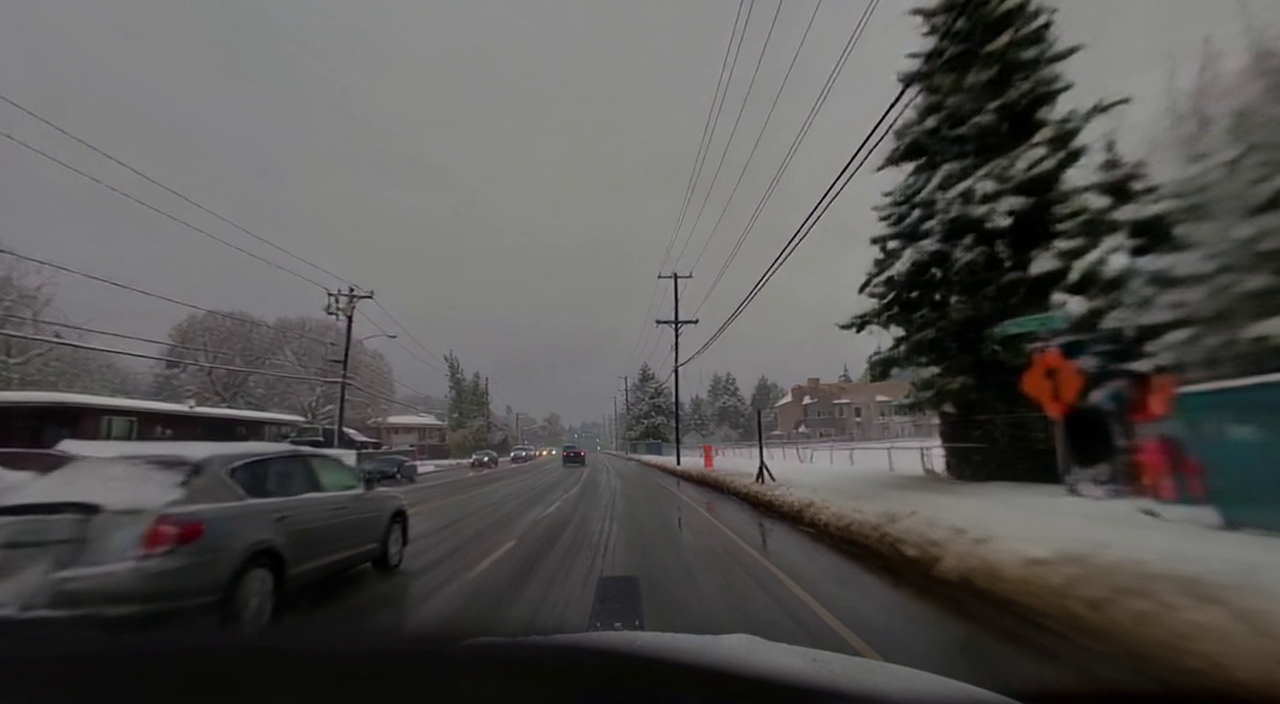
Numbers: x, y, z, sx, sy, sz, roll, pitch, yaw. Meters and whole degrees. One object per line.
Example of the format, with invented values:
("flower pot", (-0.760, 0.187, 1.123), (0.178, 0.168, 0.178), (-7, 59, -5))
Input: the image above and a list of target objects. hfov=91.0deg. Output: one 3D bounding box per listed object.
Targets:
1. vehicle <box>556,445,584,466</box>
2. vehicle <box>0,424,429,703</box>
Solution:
("vehicle", (-5.405, 8.055, 49.102), (1.992, 1.515, 4.289), (1, -9, -5))
("vehicle", (-3.616, 1.436, 5.352), (2.020, 1.489, 4.469), (0, -9, 1))
